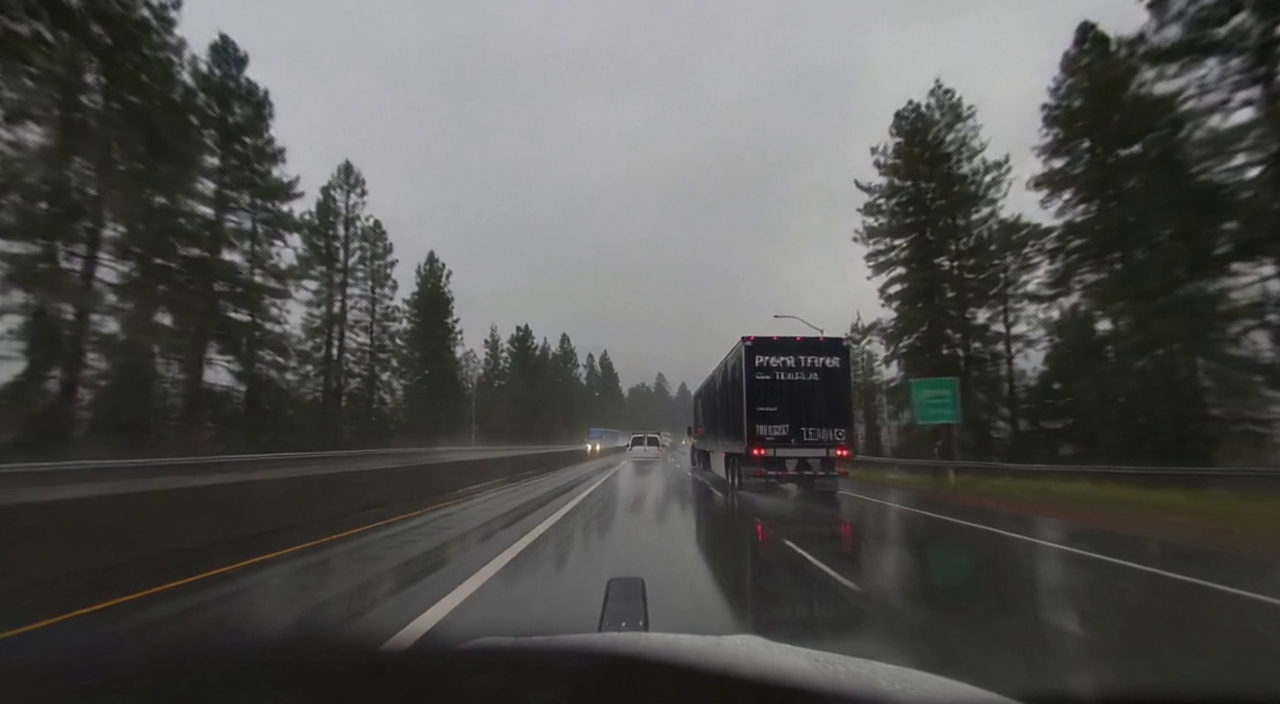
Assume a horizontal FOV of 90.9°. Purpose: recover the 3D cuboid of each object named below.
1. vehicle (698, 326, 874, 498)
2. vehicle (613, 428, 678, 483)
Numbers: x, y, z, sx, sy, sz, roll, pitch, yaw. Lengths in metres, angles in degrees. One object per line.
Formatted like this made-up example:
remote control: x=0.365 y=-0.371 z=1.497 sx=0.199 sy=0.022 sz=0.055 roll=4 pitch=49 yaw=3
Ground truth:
vehicle: x=4.257 y=2.619 z=23.551 sx=2.899 sy=4.160 sz=16.621 roll=0 pitch=-8 yaw=1
vehicle: x=0.214 y=3.886 z=24.019 sx=2.222 sy=1.848 sz=4.610 roll=0 pitch=-8 yaw=1
